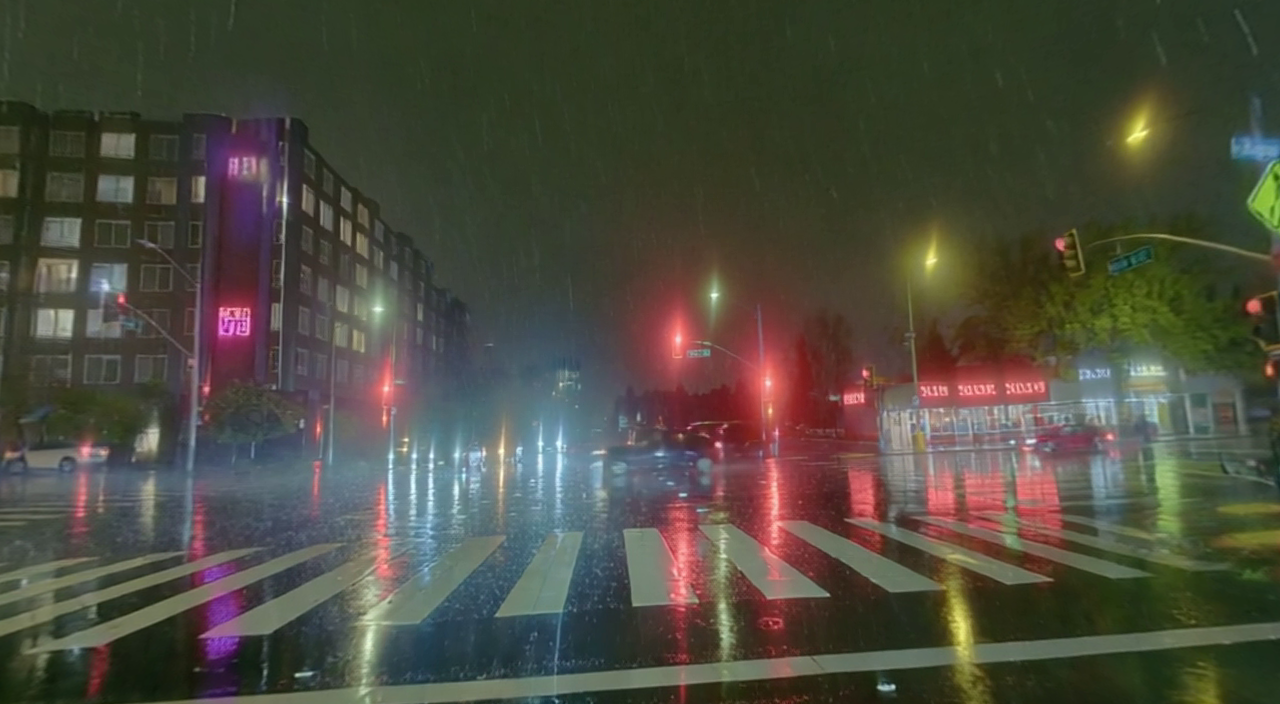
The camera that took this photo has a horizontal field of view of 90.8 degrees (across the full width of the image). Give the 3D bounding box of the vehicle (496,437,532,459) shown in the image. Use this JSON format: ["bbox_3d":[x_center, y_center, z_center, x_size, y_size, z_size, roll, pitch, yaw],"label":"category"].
[{"bbox_3d":[-8.707,6.682,43.918,1.906,1.402,4.904,0,-8,-5],"label":"vehicle"}]

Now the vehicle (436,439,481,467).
[{"bbox_3d":[-10.933,6.095,38.233,1.885,1.545,4.124,1,-8,-6],"label":"vehicle"}]

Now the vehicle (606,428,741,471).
[{"bbox_3d":[1.151,3.527,23.037,4.643,1.476,1.820,1,-9,-8],"label":"vehicle"}]

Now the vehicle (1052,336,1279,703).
[{"bbox_3d":[3.006,0.609,0.880,1.866,1.654,4.354,0,-8,0],"label":"vehicle"}]

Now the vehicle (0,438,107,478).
[{"bbox_3d":[-31.551,5.583,33.479,2.205,1.903,5.877,1,-9,-10],"label":"vehicle"}]

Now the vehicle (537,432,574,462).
[{"bbox_3d":[-5.124,5.803,38.678,1.976,1.683,4.117,0,-8,-4],"label":"vehicle"}]

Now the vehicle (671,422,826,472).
[{"bbox_3d":[3.478,3.100,20.670,4.612,1.521,1.811,1,-9,-9],"label":"vehicle"}]
